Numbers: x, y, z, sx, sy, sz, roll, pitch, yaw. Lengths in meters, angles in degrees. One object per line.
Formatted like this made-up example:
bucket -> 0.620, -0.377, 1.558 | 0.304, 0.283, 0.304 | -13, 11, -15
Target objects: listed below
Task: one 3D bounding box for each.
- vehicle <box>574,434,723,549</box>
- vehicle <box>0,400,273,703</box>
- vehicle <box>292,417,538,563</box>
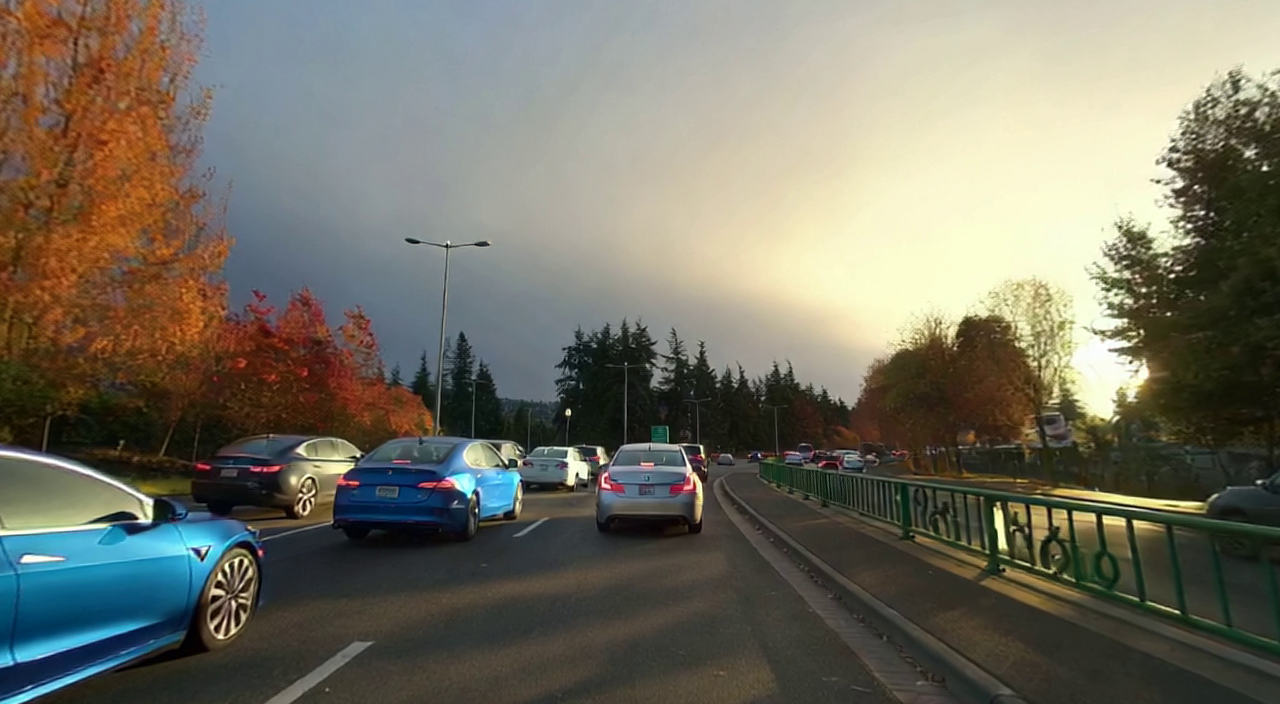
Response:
vehicle -> 0.201, 2.218, 10.721 | 2.015, 1.506, 4.276 | 0, -9, 2
vehicle -> -3.496, 0.876, 2.068 | 1.921, 1.503, 4.317 | 0, -9, 1
vehicle -> -2.997, 1.950, 9.645 | 1.979, 1.663, 4.513 | 0, -9, 2
